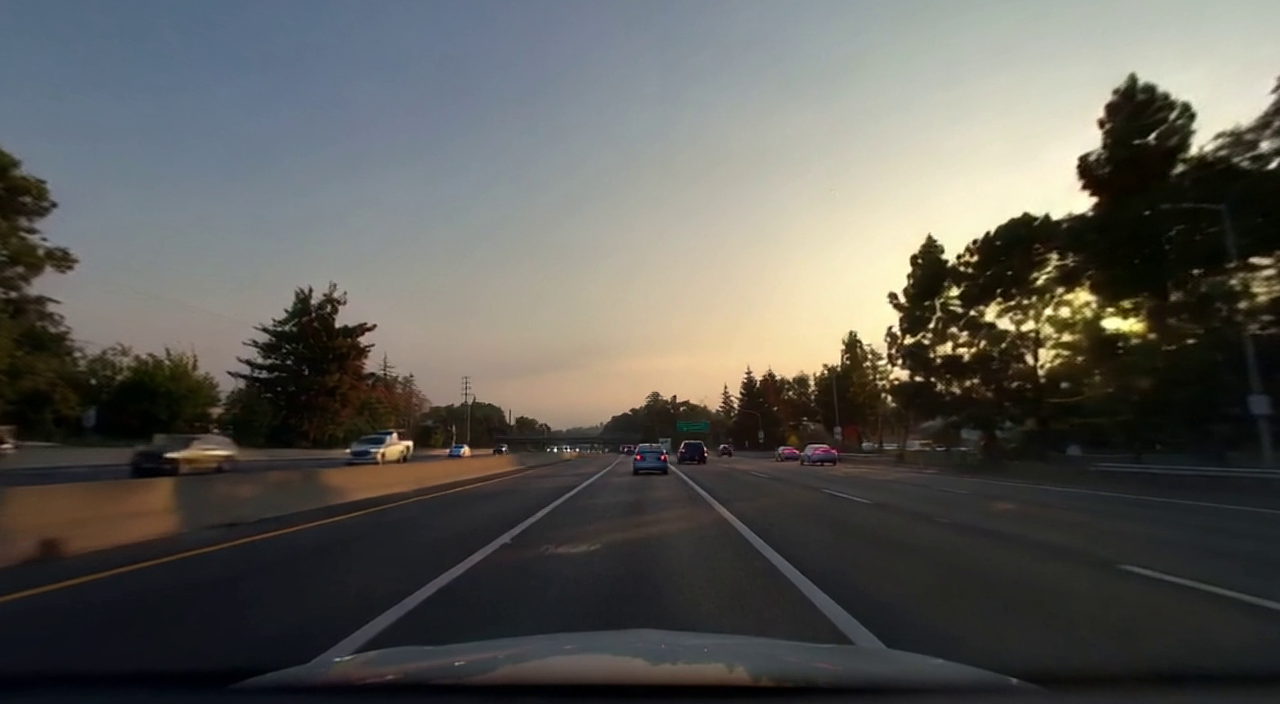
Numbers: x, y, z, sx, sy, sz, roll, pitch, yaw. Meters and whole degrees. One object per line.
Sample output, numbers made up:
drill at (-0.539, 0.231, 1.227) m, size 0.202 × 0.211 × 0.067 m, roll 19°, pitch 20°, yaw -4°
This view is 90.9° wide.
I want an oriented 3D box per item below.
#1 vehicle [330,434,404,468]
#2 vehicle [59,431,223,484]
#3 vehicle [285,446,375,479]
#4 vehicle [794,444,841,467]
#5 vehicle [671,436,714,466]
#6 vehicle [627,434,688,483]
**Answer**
vehicle at (-18.206, 6.640, 42.478) m, size 2.375 × 2.048 × 5.835 m, roll 0°, pitch -8°, yaw 0°
vehicle at (-18.424, 3.920, 23.694) m, size 2.118 × 1.761 × 4.873 m, roll 0°, pitch -8°, yaw 0°
vehicle at (-14.045, 5.008, 28.917) m, size 1.853 × 1.369 × 4.413 m, roll 0°, pitch -8°, yaw 1°
vehicle at (11.917, 6.976, 42.608) m, size 1.872 × 1.459 × 4.502 m, roll 0°, pitch -8°, yaw 1°
vehicle at (3.683, 7.144, 45.555) m, size 2.505 × 2.020 × 5.532 m, roll 0°, pitch -8°, yaw -1°
vehicle at (0.573, 4.137, 24.720) m, size 2.105 × 1.711 × 4.293 m, roll 0°, pitch -8°, yaw -2°
